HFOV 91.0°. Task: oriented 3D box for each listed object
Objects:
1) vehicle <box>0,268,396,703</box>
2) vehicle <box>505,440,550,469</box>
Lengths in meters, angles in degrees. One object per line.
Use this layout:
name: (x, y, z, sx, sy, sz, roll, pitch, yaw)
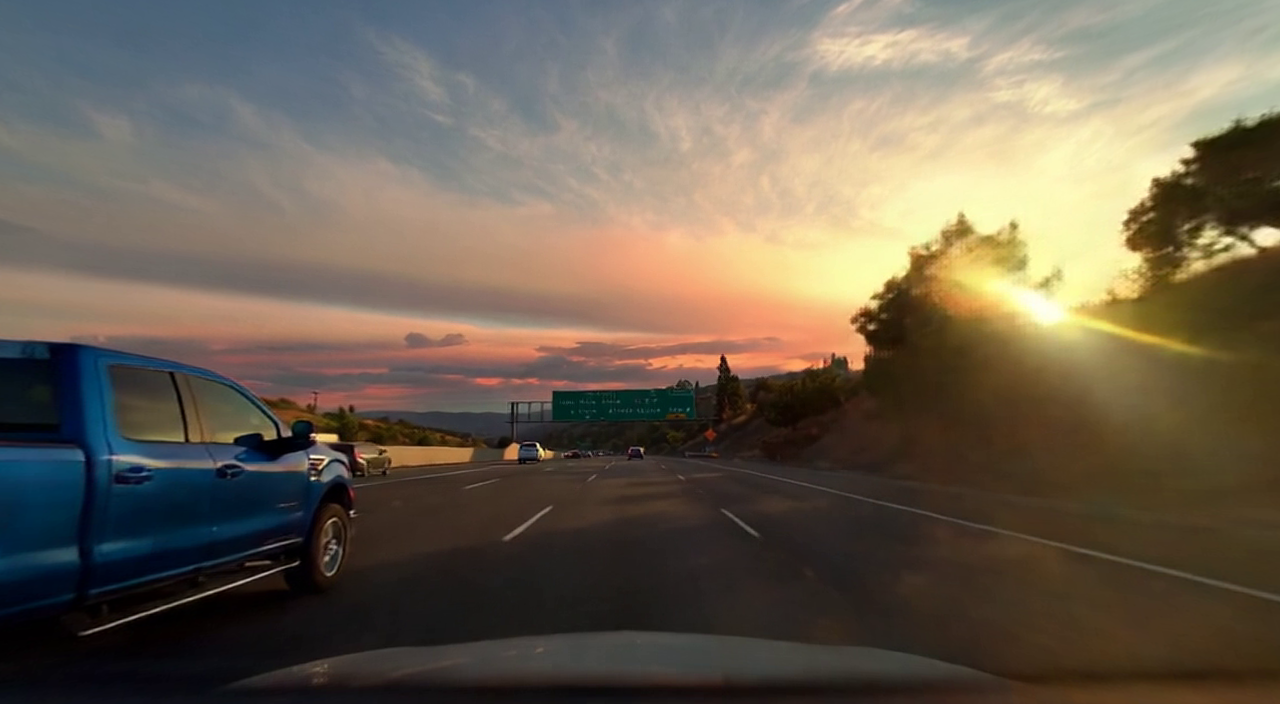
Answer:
vehicle: (-3.898, 0.831, 3.843, 2.339, 2.004, 6.171, 0, -9, 0)
vehicle: (-7.942, 7.277, 45.061, 2.260, 1.917, 5.499, 0, -9, -1)
